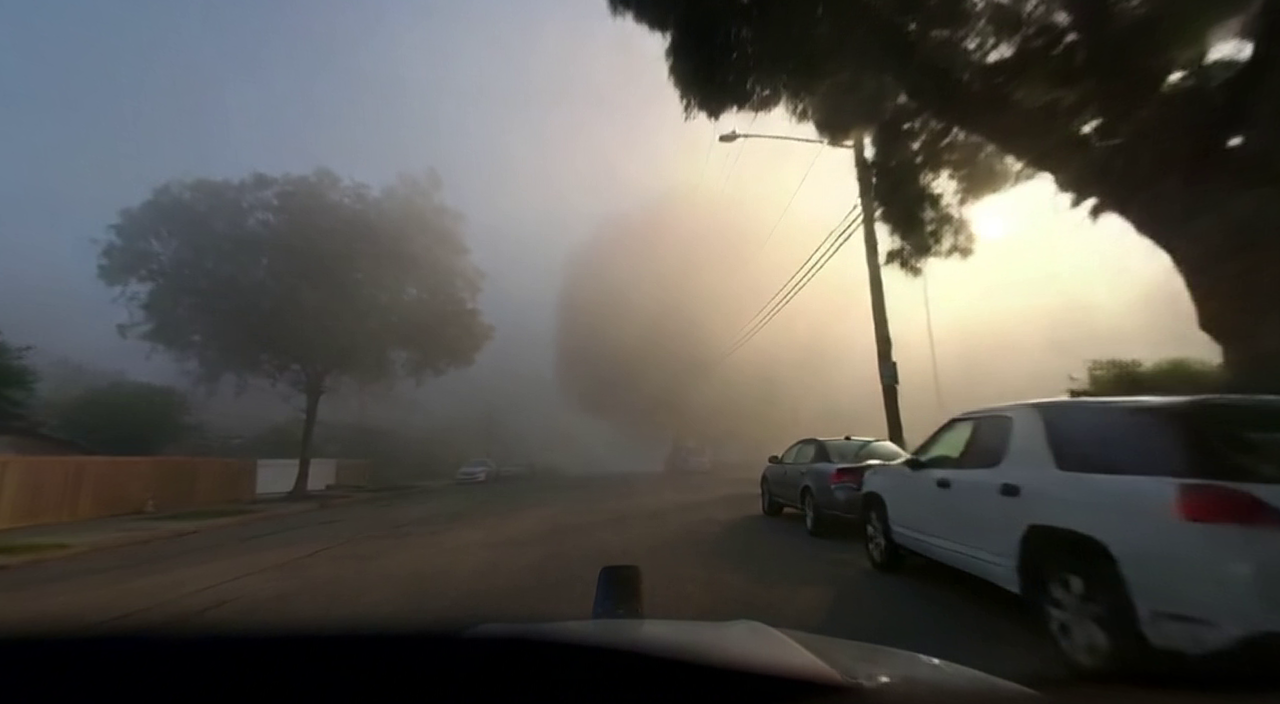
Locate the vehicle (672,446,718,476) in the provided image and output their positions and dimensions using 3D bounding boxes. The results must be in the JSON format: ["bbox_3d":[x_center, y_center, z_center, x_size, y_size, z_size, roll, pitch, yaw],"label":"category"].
[{"bbox_3d":[2.925,5.901,34.405,1.927,1.529,4.144,0,-9,-3],"label":"vehicle"}]

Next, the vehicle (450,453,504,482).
[{"bbox_3d":[-8.807,6.234,34.439,1.937,1.427,4.510,0,-9,-3],"label":"vehicle"}]

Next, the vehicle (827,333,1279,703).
[{"bbox_3d":[3.154,1.122,4.874,1.928,1.751,4.537,0,-9,-1],"label":"vehicle"}]

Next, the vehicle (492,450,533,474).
[{"bbox_3d":[-9.138,7.918,45.686,2.027,1.584,4.476,-1,-9,1],"label":"vehicle"}]
